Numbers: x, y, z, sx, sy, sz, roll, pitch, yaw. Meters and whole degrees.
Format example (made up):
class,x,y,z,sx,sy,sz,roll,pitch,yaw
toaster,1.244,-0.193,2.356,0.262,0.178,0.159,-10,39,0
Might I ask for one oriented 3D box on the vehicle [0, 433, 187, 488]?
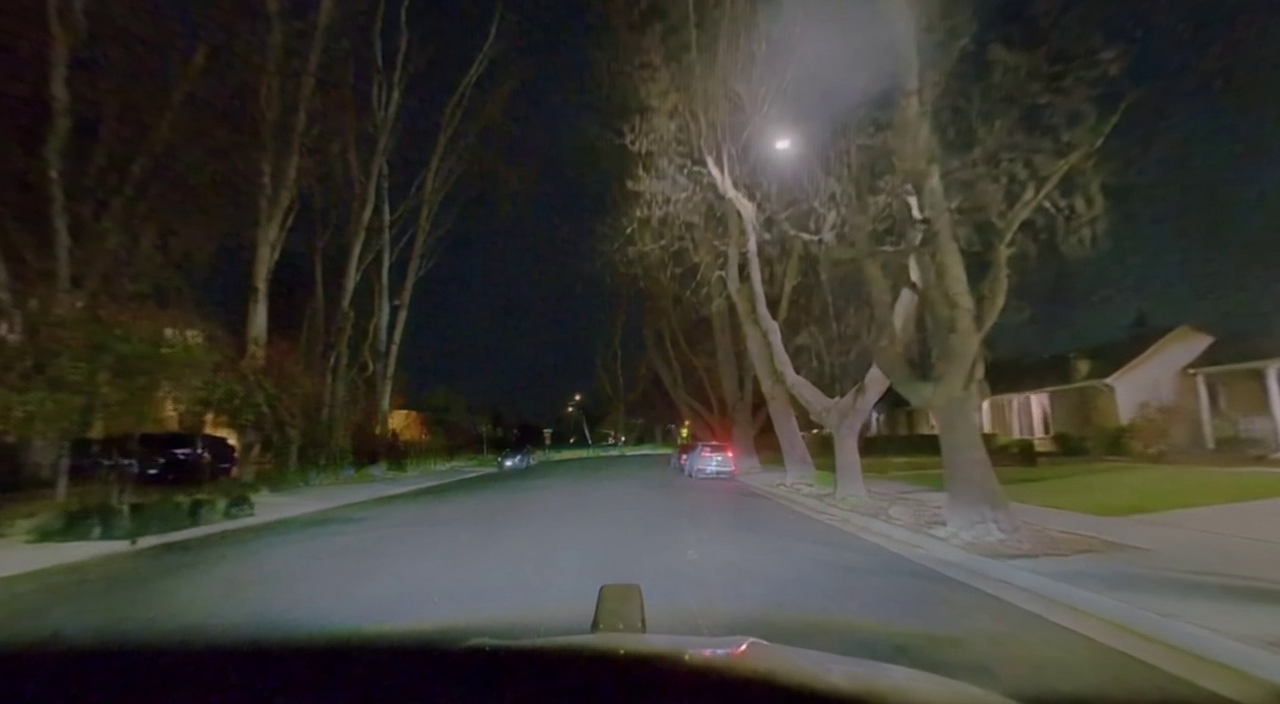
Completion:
class,x,y,z,sx,sy,sz,roll,pitch,yaw
vehicle,-16.266,3.173,18.551,4.344,1.483,1.928,-1,-8,6

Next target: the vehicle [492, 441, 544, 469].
class,x,y,z,sx,sy,sz,roll,pitch,yaw
vehicle,-7.245,6.204,37.637,1.943,1.433,4.717,-5,-10,2

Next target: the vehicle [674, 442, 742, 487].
class,x,y,z,sx,sy,sz,roll,pitch,yaw
vehicle,2.360,4.013,22.933,2.088,1.429,4.796,0,-8,2
